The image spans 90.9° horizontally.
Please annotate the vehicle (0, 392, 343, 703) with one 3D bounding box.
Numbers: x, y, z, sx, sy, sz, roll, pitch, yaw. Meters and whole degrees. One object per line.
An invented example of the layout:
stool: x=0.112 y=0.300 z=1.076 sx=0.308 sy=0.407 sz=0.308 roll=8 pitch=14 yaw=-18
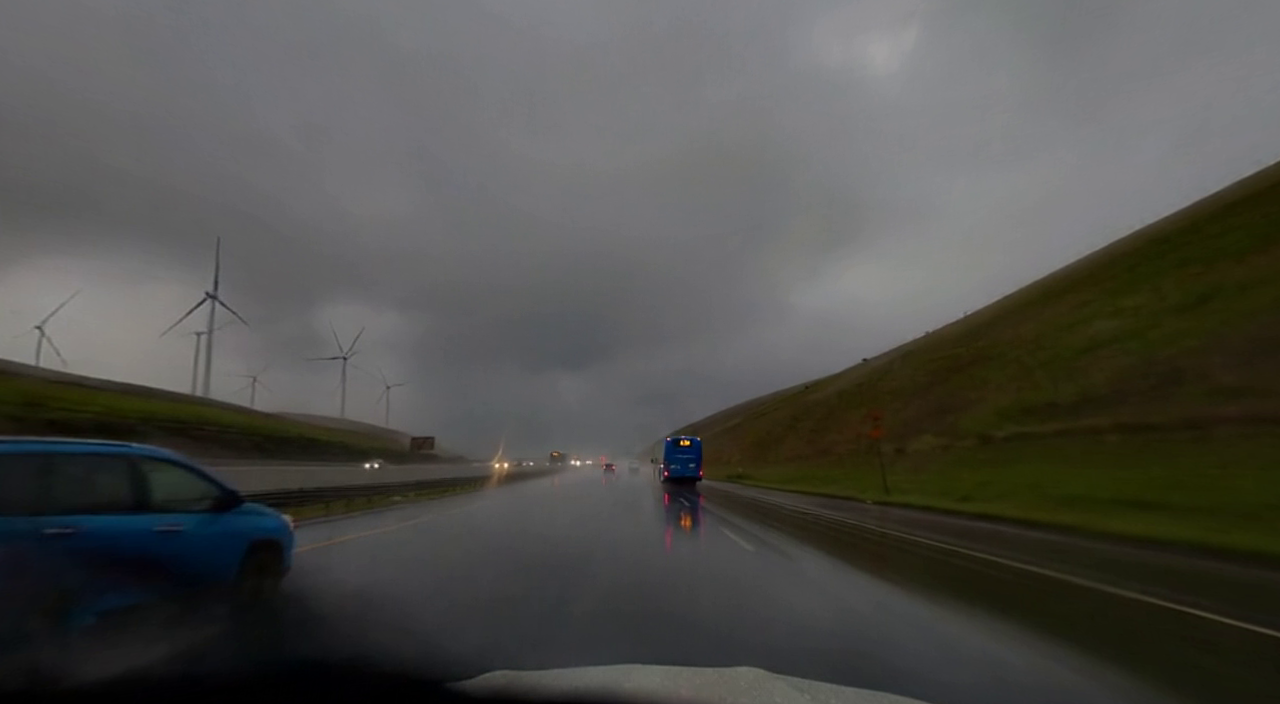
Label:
vehicle: x=-4.024 y=1.171 z=3.956 sx=2.213 sy=1.568 sz=4.274 roll=1 pitch=-10 yaw=0
